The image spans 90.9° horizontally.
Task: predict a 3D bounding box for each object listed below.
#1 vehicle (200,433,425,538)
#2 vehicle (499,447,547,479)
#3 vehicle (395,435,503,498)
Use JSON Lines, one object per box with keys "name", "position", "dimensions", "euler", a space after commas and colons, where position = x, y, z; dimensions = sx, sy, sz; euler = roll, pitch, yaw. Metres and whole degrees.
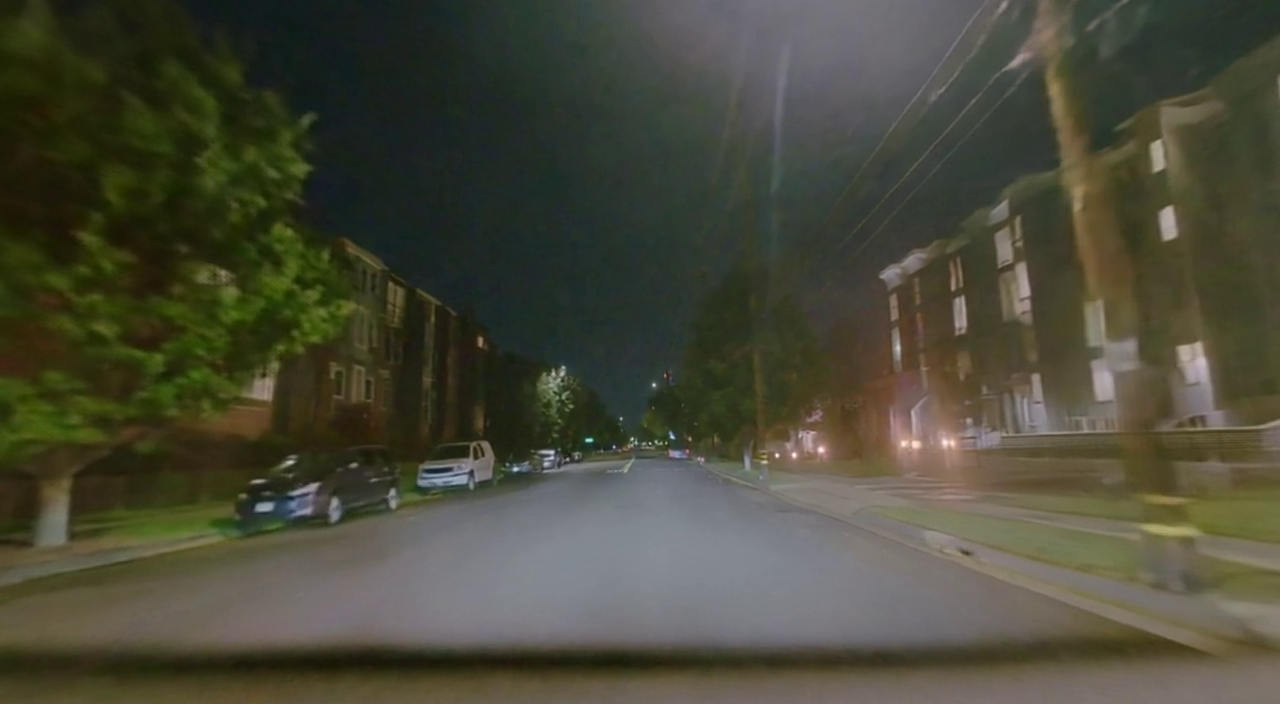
{"name": "vehicle", "position": [-6.739, 2.758, 13.914], "dimensions": [2.120, 1.799, 5.370], "euler": [-1, -8, 0]}
{"name": "vehicle", "position": [-6.909, 6.587, 37.728], "dimensions": [1.852, 1.510, 4.812], "euler": [-5, -7, 0]}
{"name": "vehicle", "position": [-6.772, 4.071, 23.236], "dimensions": [2.144, 1.955, 6.159], "euler": [0, -7, -1]}
